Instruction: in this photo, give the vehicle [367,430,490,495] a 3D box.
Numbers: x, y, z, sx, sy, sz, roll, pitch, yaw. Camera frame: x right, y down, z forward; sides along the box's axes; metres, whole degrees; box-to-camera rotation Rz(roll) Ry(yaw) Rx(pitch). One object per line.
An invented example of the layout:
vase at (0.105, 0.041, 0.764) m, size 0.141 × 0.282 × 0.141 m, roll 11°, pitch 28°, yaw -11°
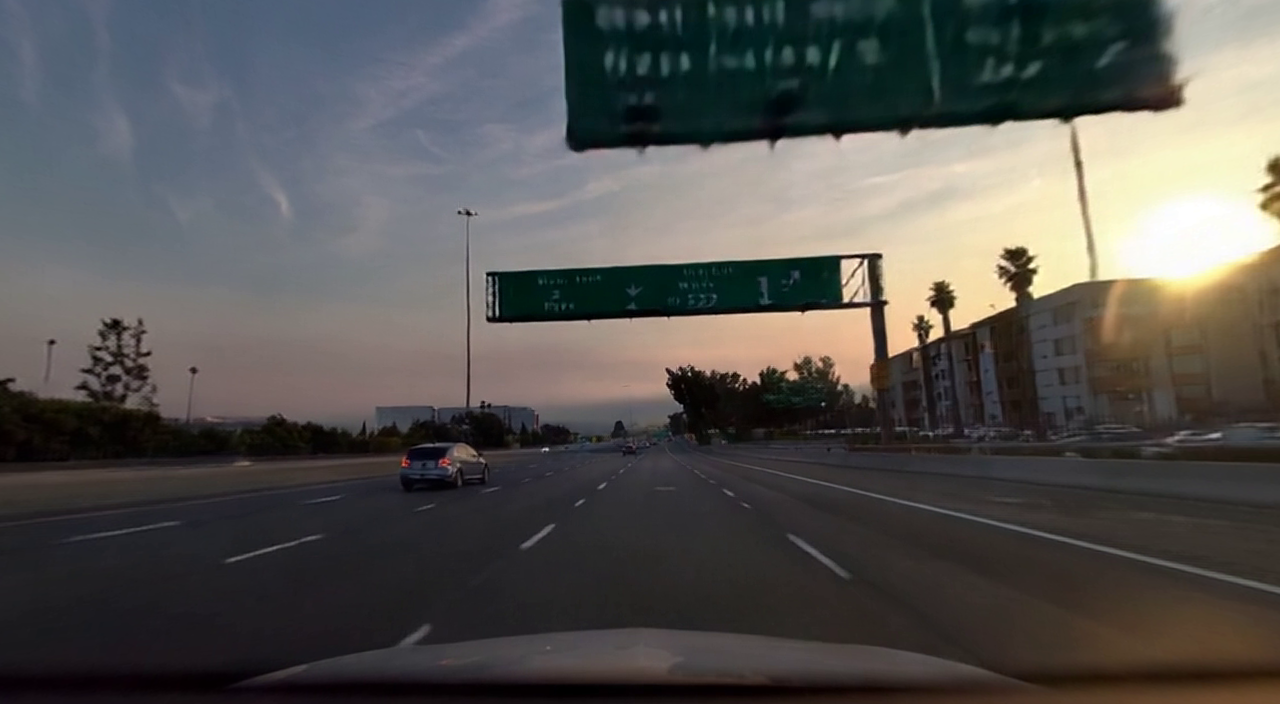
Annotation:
vehicle at (-6.527, 3.479, 20.162) m, size 2.145 × 1.793 × 4.762 m, roll -1°, pitch -9°, yaw 2°
